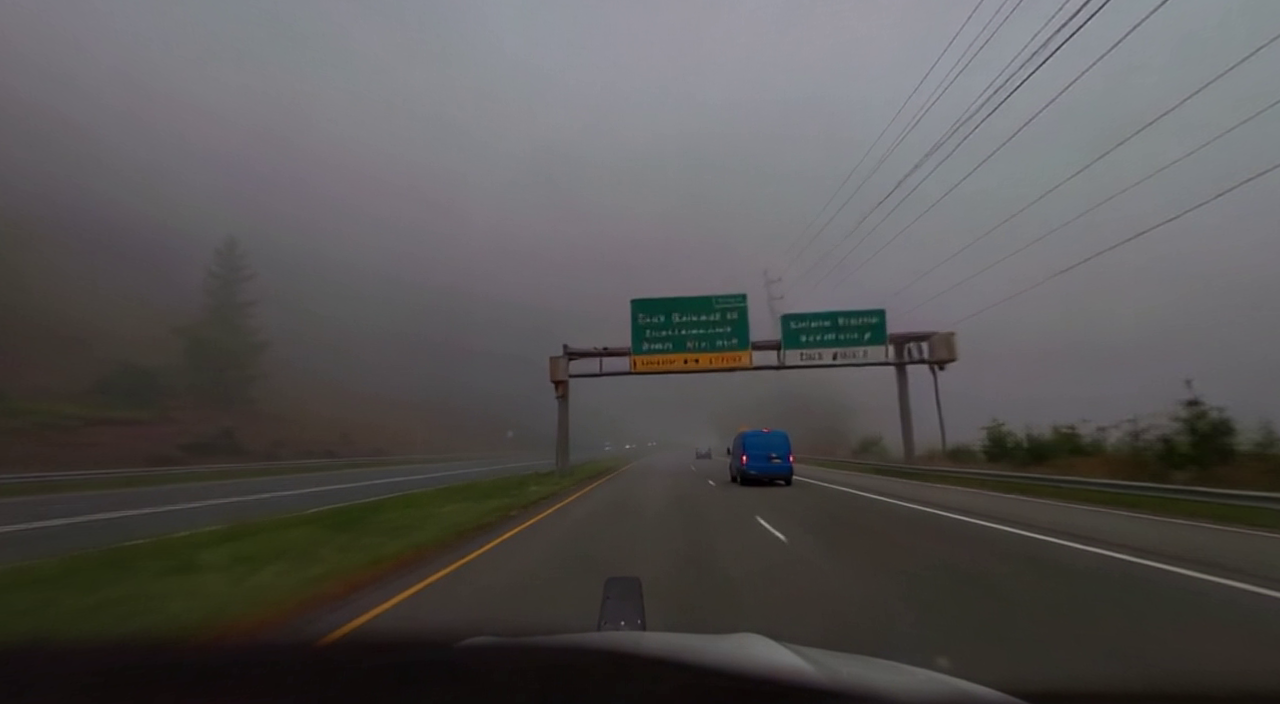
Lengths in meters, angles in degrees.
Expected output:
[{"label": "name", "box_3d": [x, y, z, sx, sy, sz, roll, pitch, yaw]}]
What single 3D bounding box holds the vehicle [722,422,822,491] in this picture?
[{"label": "vehicle", "box_3d": [4.148, 3.428, 20.795, 2.261, 1.969, 5.104, 0, -9, 1]}]
